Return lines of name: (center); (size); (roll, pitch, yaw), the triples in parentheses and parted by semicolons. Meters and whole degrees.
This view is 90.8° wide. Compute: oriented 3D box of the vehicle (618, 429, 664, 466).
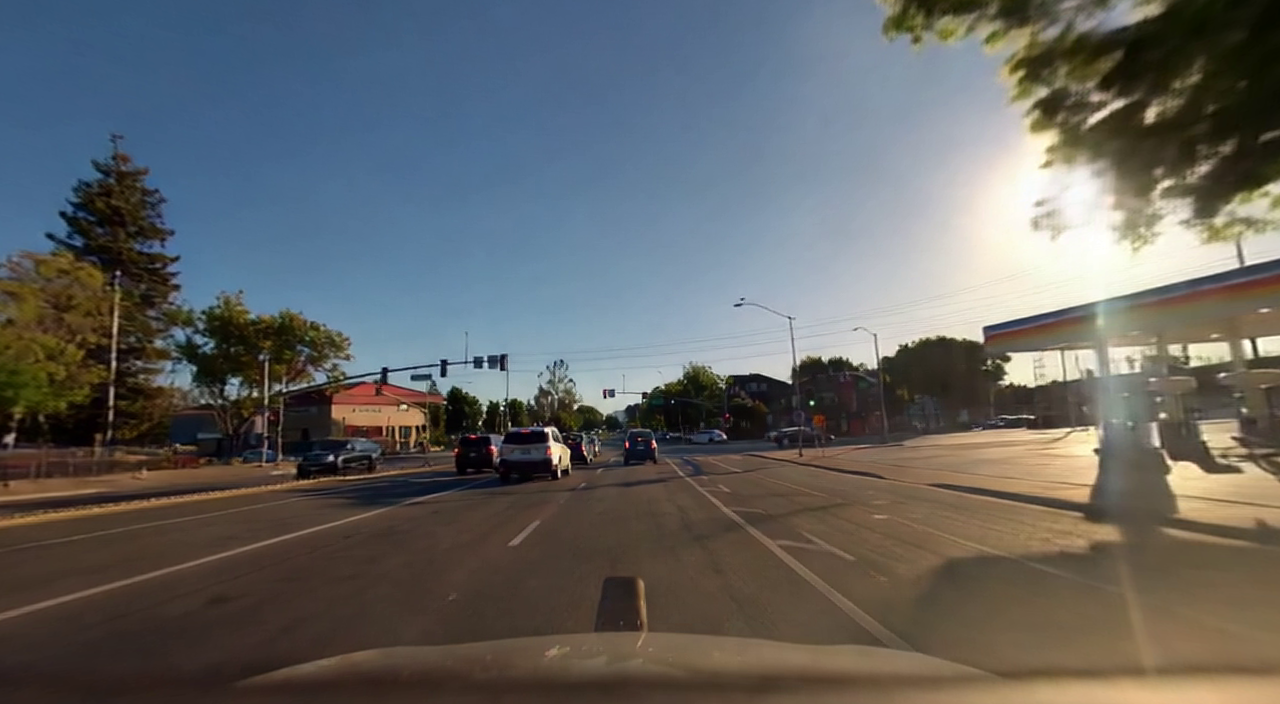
vehicle: (0.075, 5.055, 33.541); (2.224, 1.819, 5.005); (0, -9, 1)

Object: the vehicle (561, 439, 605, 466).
vehicle: (-3.045, 5.505, 34.706); (1.881, 1.424, 4.098); (0, -9, 2)

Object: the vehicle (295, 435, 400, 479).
vehicle: (-13.856, 5.006, 30.409); (2.238, 1.872, 5.625); (0, -9, 1)

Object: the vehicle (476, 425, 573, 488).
vehicle: (-3.424, 3.220, 19.636); (2.096, 1.718, 4.266); (0, -9, 1)
